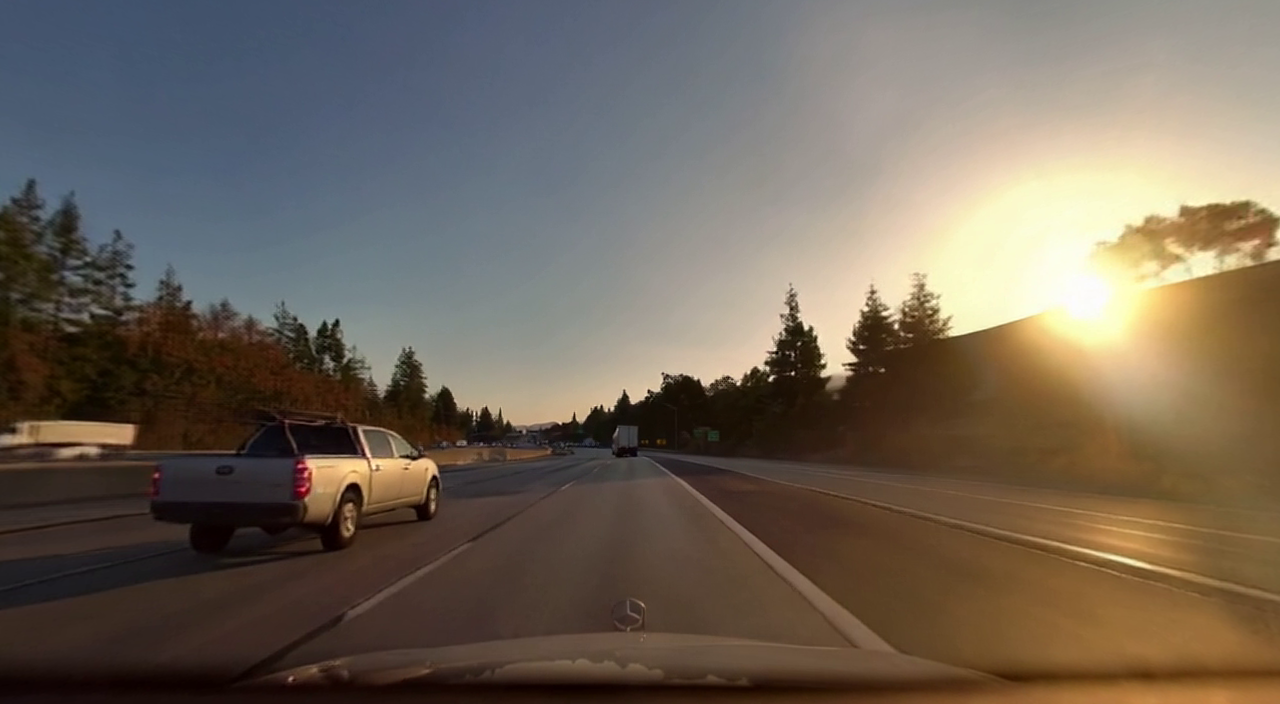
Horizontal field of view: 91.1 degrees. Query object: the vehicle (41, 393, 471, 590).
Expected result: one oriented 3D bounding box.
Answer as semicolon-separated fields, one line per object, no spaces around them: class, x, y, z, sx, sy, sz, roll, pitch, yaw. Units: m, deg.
vehicle;-4.100;1.606;8.186;2.316;1.731;5.126;0;-8;1
